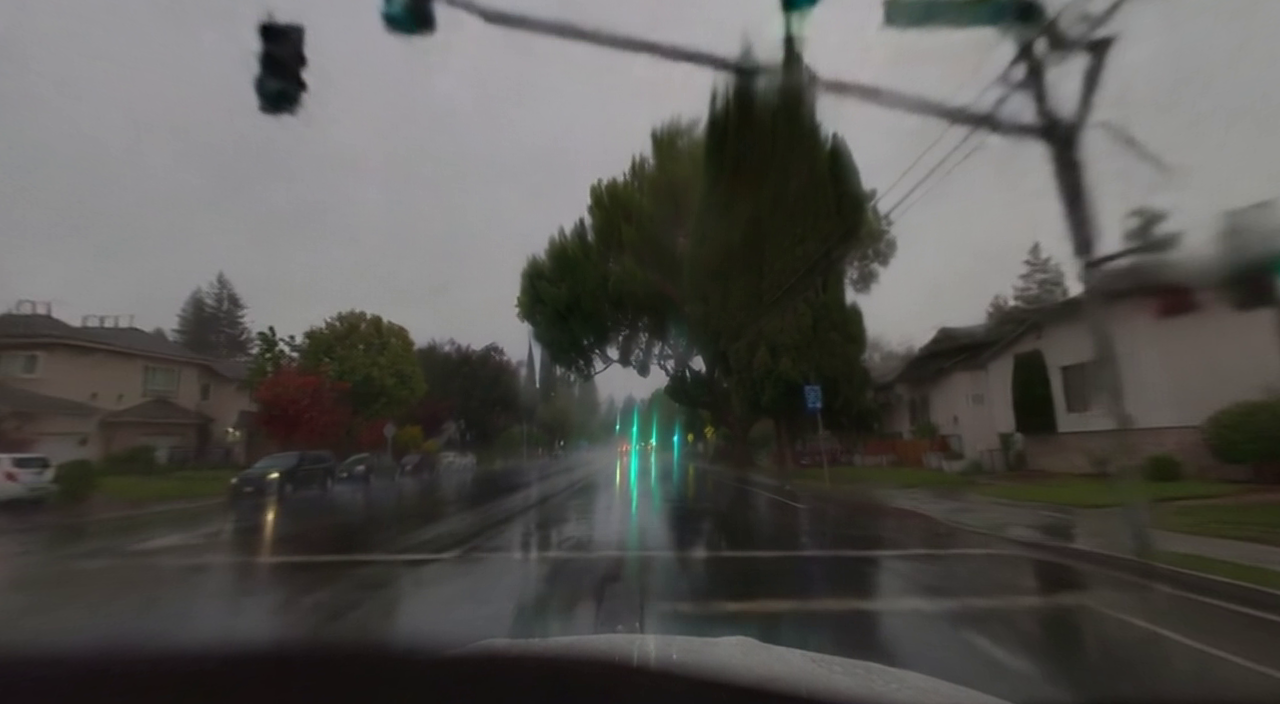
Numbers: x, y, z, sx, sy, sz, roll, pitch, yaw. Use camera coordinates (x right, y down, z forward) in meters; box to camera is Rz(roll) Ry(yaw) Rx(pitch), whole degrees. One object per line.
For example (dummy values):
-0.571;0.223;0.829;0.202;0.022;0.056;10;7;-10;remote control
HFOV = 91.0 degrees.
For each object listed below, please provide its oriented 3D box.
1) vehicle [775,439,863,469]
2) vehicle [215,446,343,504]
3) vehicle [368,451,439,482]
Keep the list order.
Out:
11.267;6.455;39.829;4.880;1.842;2.069;0;-9;-1;vehicle
-12.111;4.149;21.511;1.932;1.673;4.314;-3;-10;-2;vehicle
-12.156;5.948;32.734;1.888;1.477;4.629;-1;-10;0;vehicle
